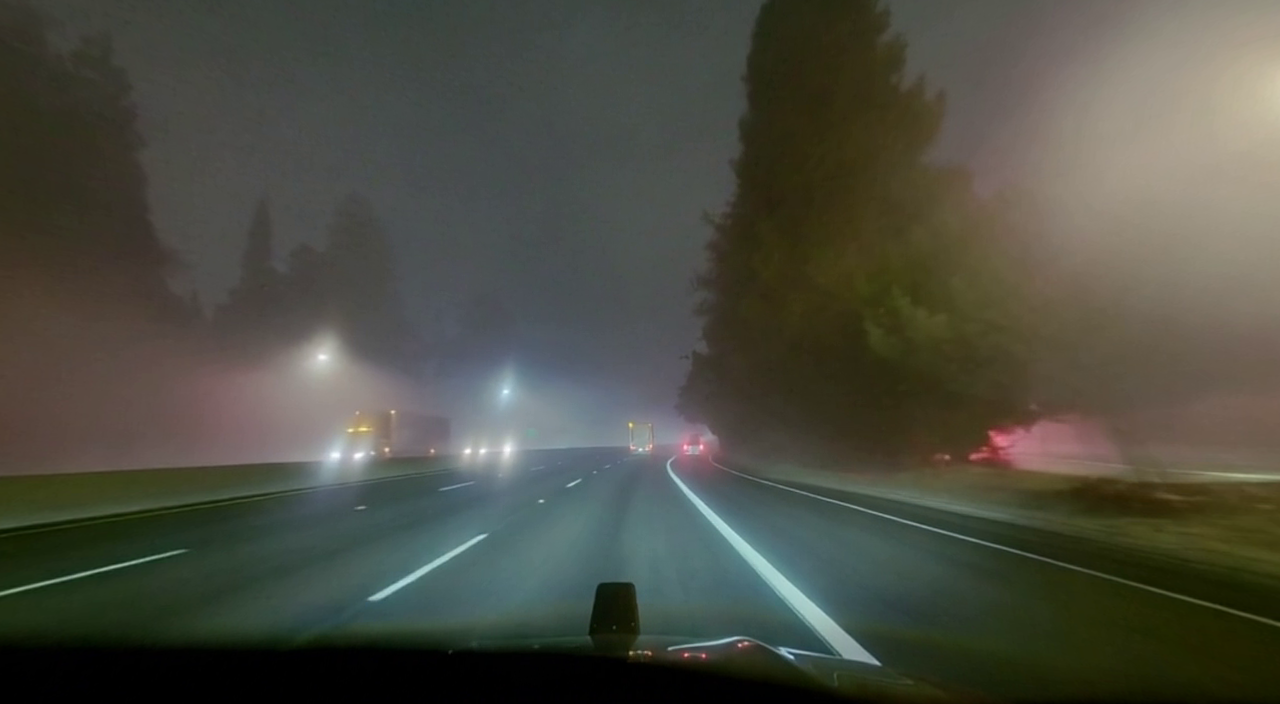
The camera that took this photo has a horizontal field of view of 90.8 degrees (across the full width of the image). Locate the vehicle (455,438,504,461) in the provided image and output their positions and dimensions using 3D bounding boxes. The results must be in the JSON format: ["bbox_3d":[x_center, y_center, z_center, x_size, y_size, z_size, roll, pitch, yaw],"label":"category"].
[{"bbox_3d":[-11.905,7.270,47.195,2.189,1.669,4.753,0,-9,2],"label":"vehicle"}]

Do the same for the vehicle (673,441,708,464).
[{"bbox_3d":[3.400,6.808,43.045,2.069,1.476,4.197,0,-9,0],"label":"vehicle"}]

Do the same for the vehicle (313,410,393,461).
[{"bbox_3d":[-22.156,6.571,49.132,3.004,3.696,6.102,-1,-9,3],"label":"vehicle"}]

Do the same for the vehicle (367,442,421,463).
[{"bbox_3d":[-18.192,7.413,46.894,1.918,1.464,4.768,-1,-9,3],"label":"vehicle"}]
